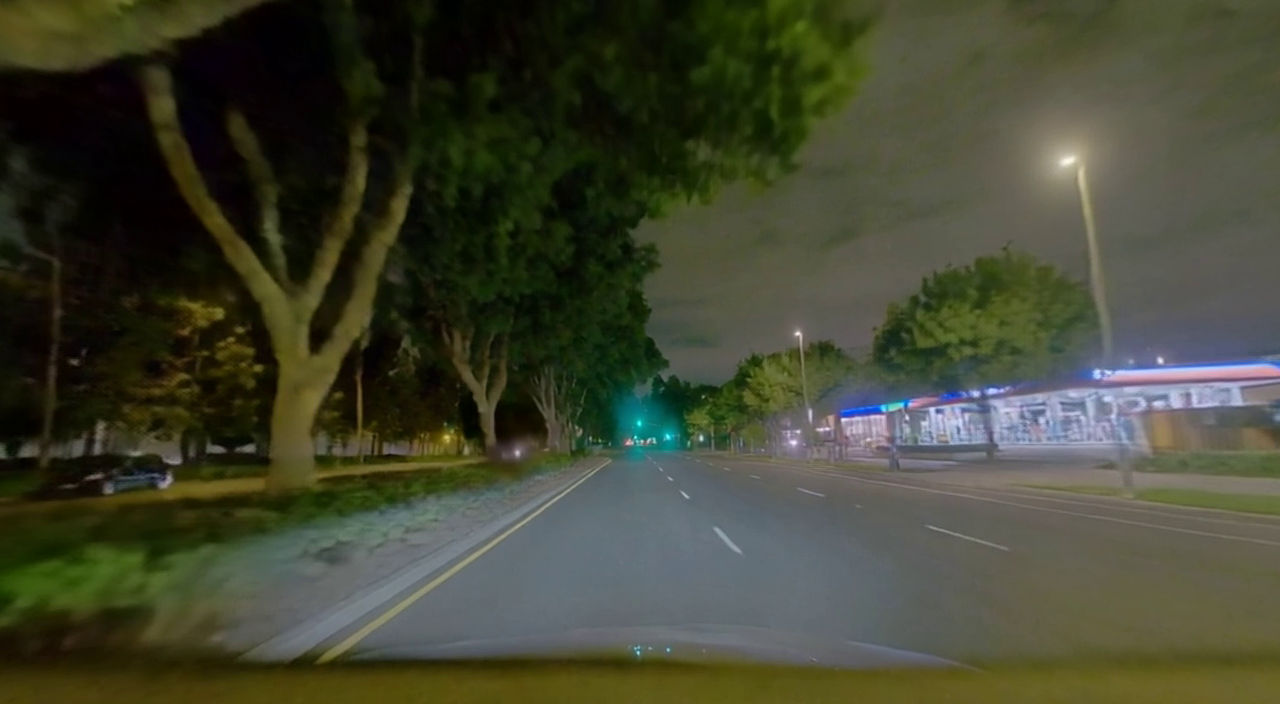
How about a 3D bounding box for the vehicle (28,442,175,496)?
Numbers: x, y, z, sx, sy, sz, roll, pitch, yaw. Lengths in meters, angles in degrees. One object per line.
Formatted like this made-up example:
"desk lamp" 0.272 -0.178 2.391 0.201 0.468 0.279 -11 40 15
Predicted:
"vehicle" -22.174 4.785 26.357 2.076 1.927 4.749 -2 -8 -2
